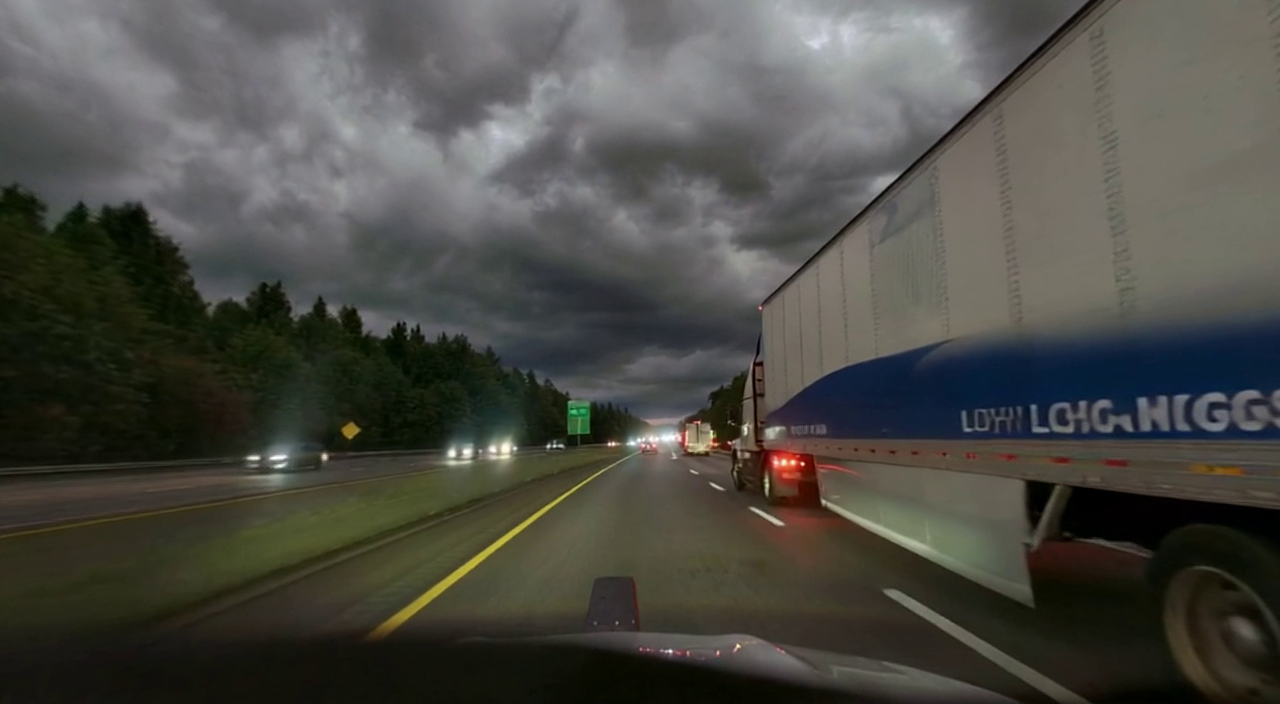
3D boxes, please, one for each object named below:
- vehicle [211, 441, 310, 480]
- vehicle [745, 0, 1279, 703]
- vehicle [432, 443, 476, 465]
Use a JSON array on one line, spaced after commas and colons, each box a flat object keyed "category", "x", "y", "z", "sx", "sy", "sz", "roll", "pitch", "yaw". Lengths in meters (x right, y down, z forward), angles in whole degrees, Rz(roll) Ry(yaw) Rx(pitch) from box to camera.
[{"category": "vehicle", "x": -17.743, "y": 5.053, "z": 29.694, "sx": 1.885, "sy": 1.618, "sz": 4.292, "roll": 0, "pitch": -8, "yaw": 2}, {"category": "vehicle", "x": 4.098, "y": 0.226, "z": 6.577, "sx": 3.171, "sy": 4.072, "sz": 13.784, "roll": 0, "pitch": -8, "yaw": -2}, {"category": "vehicle", "x": -13.779, "y": 7.574, "z": 46.967, "sx": 1.840, "sy": 1.486, "sz": 4.462, "roll": 0, "pitch": -8, "yaw": 2}]
